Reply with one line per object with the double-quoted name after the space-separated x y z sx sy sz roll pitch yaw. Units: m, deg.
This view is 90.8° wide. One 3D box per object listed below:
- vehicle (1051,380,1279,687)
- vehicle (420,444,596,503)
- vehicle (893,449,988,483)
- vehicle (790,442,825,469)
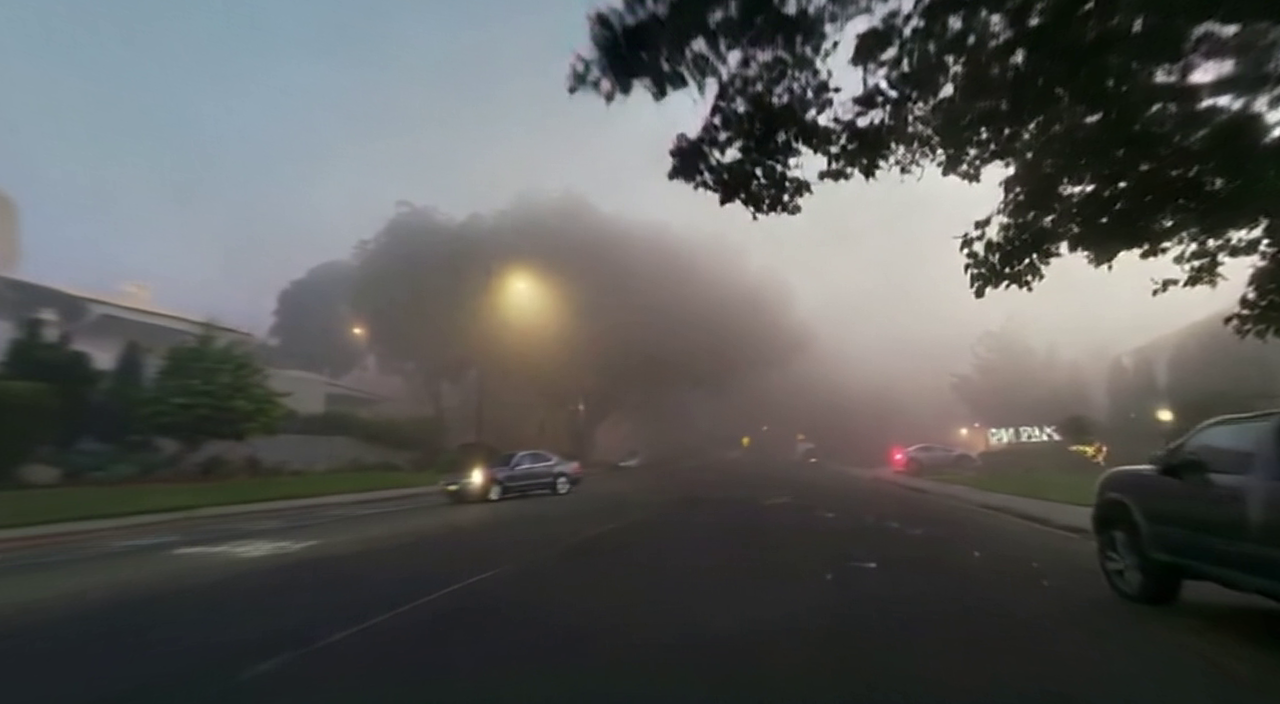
5.114 1.196 4.397 2.154 1.855 4.689 -2 -9 12 "vehicle"
-3.858 3.488 18.529 4.750 1.559 1.928 3 -9 -22 "vehicle"
17.835 6.751 37.740 4.733 1.843 2.005 -1 -8 11 "vehicle"
12.652 7.850 47.987 2.051 1.925 4.625 -1 -9 9 "vehicle"
